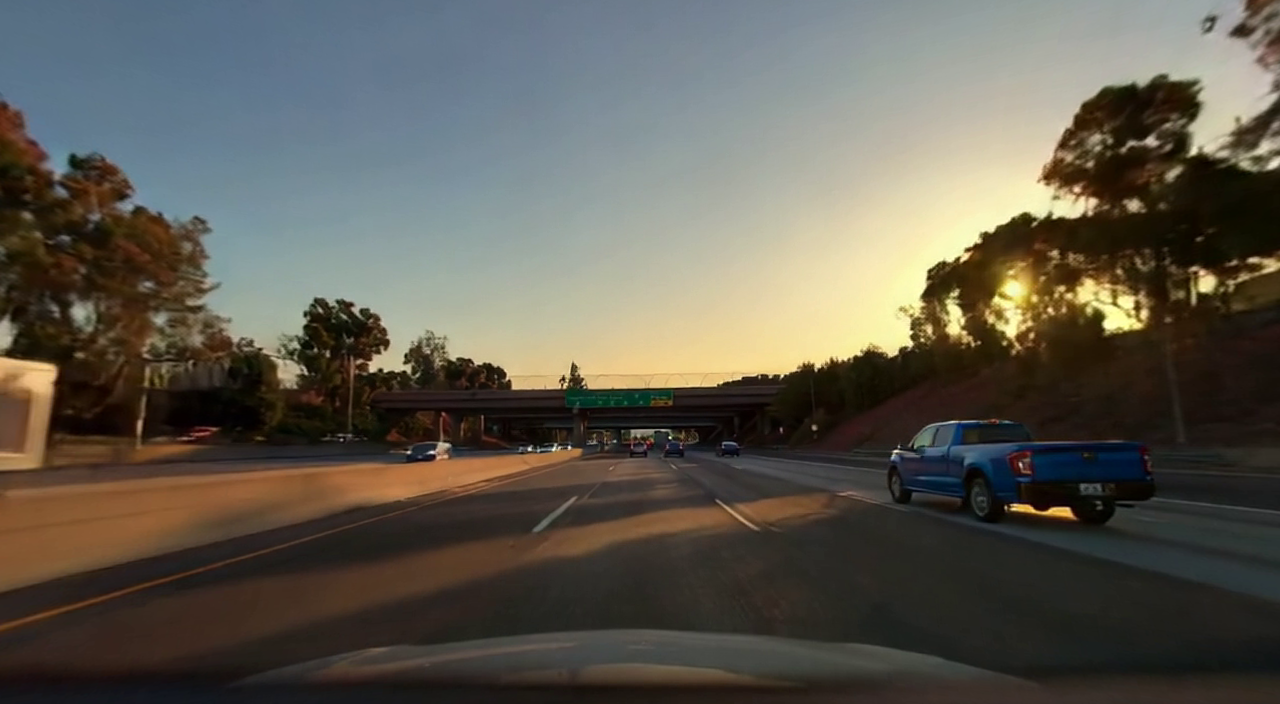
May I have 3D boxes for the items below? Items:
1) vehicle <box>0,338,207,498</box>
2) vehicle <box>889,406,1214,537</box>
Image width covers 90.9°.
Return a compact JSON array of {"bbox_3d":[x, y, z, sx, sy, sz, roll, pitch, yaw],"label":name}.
[{"bbox_3d":[-18.066,1.763,16.685,3.056,4.112,14.213,0,-8,0],"label":"vehicle"},{"bbox_3d":[7.047,2.127,12.008,2.182,1.852,5.926,0,-8,0],"label":"vehicle"}]
